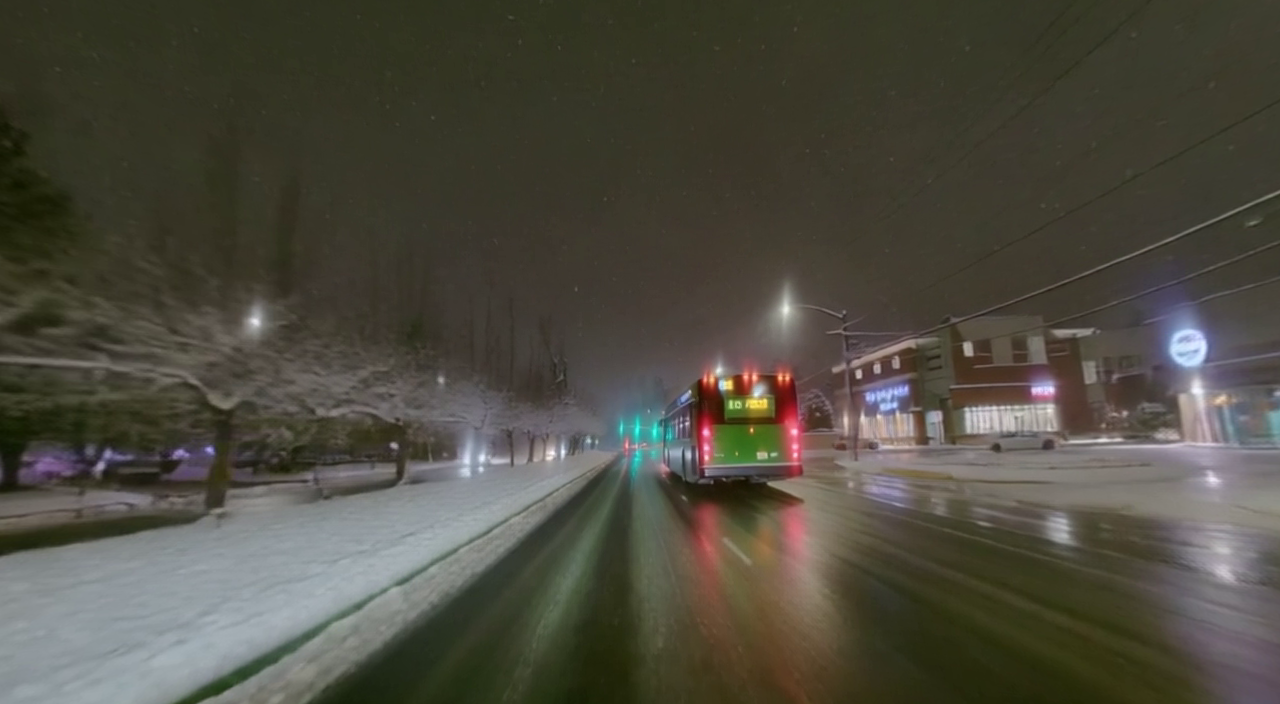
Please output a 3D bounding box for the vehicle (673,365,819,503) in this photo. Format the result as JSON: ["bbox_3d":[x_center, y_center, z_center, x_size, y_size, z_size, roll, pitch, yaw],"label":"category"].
[{"bbox_3d":[2.789,2.627,19.827,2.766,3.306,9.281,0,-8,-1],"label":"vehicle"}]

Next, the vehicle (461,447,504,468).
[{"bbox_3d":[-12.391,8.318,49.785,2.081,1.492,4.668,0,-8,1],"label":"vehicle"}]

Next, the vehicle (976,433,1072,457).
[{"bbox_3d":[23.919,5.816,39.310,4.659,1.434,1.900,-1,-8,2],"label":"vehicle"}]

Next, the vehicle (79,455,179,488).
[{"bbox_3d":[-31.999,7.473,39.632,2.119,1.714,4.993,-3,-8,0],"label":"vehicle"}]
